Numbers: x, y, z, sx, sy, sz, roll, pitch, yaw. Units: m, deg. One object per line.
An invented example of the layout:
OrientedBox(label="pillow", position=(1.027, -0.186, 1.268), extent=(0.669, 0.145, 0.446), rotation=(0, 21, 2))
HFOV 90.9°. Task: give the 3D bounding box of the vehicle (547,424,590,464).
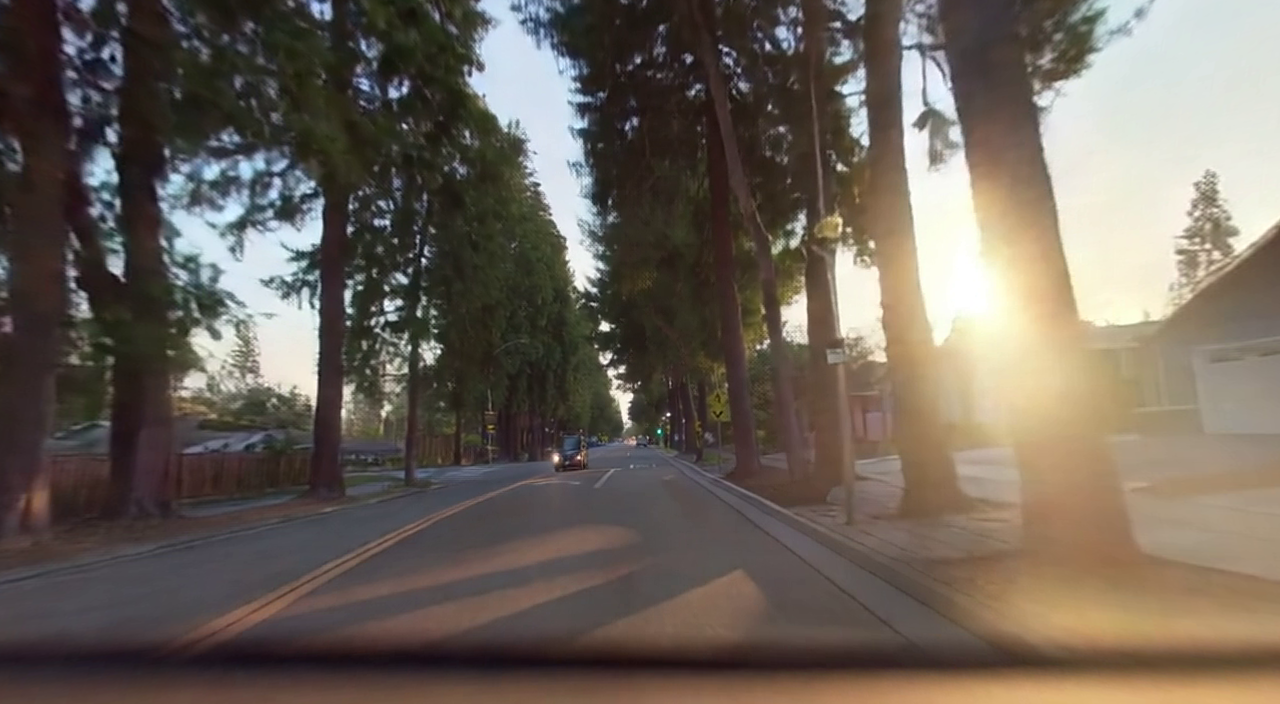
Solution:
OrientedBox(label="vehicle", position=(-5.242, 6.881, 47.225), extent=(2.303, 2.760, 5.868), rotation=(0, -8, 2))
